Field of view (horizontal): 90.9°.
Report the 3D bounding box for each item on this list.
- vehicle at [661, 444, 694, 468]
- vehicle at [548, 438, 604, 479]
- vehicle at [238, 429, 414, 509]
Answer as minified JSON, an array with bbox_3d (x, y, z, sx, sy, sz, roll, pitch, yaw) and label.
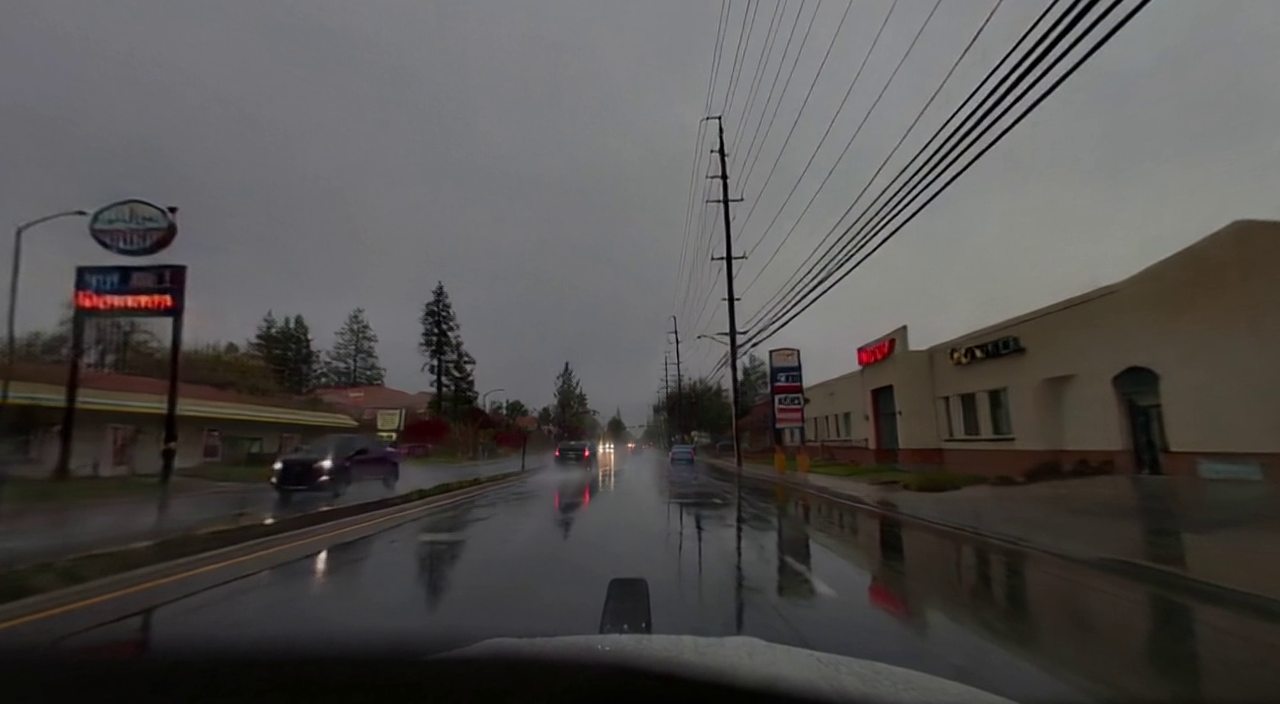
[{"bbox_3d":[2.334,6.570,39.940,1.978,1.455,4.195,-1,-9,2],"label":"vehicle"},{"bbox_3d":[-2.751,4.684,28.012,2.047,1.664,4.148,0,-9,0],"label":"vehicle"},{"bbox_3d":[-7.961,3.004,16.698,2.009,1.773,4.925,0,-9,1],"label":"vehicle"}]
